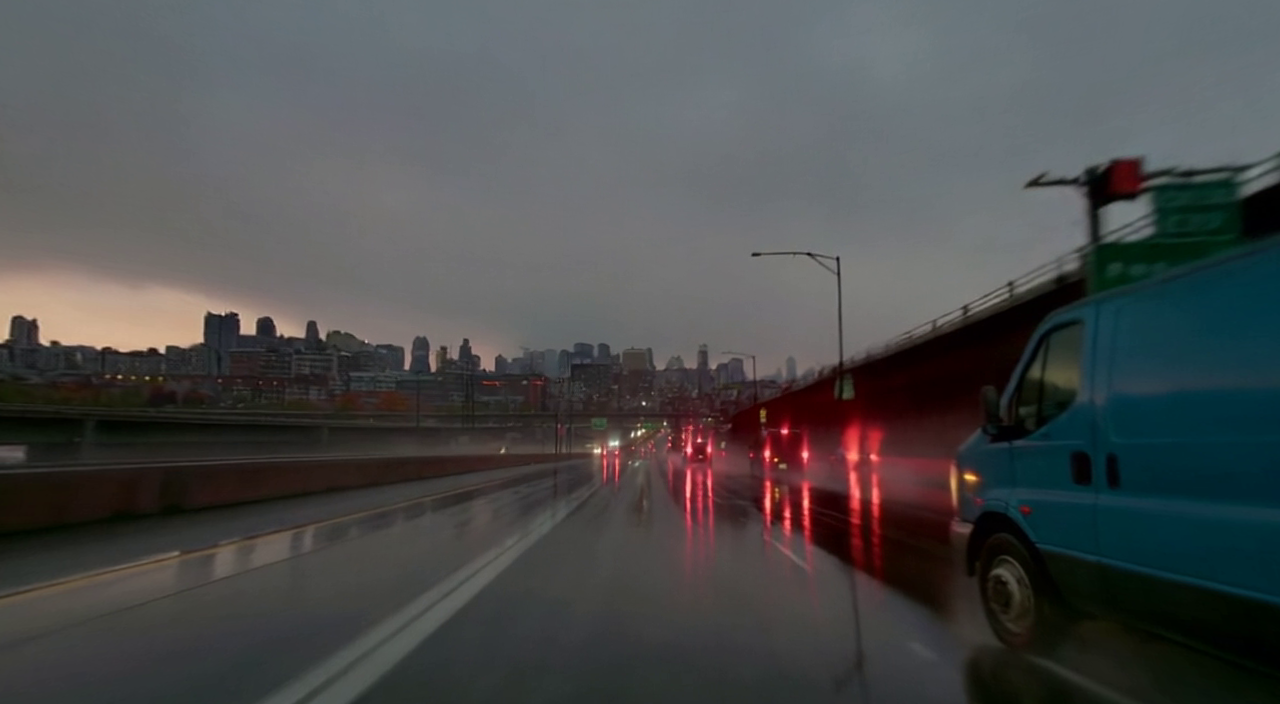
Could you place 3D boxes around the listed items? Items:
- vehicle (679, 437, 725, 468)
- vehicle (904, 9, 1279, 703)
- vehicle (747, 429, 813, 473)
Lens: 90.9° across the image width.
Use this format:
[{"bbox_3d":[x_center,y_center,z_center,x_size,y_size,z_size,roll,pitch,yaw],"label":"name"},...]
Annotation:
[{"bbox_3d":[4.045,6.738,42.484,2.464,1.961,5.520,0,-8,-1],"label":"vehicle"},{"bbox_3d":[3.304,0.152,1.265,2.436,2.745,7.034,0,-8,0],"label":"vehicle"},{"bbox_3d":[7.462,5.353,34.290,2.301,2.203,5.419,0,-8,-1],"label":"vehicle"}]
